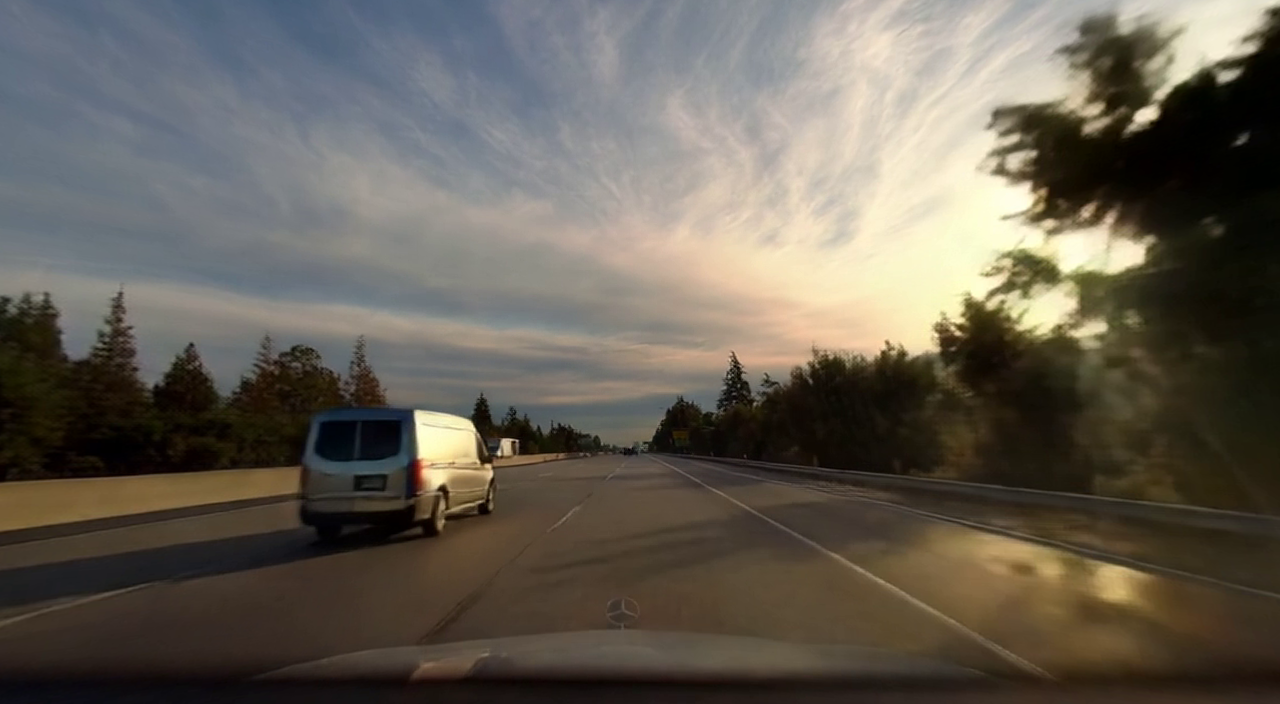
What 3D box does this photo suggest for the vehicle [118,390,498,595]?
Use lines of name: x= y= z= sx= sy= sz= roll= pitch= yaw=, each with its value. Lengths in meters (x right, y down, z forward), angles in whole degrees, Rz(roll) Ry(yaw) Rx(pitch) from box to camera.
vehicle: x=-3.824 y=1.774 z=8.875 sx=2.349 sy=1.973 sz=5.419 roll=0 pitch=-9 yaw=0
